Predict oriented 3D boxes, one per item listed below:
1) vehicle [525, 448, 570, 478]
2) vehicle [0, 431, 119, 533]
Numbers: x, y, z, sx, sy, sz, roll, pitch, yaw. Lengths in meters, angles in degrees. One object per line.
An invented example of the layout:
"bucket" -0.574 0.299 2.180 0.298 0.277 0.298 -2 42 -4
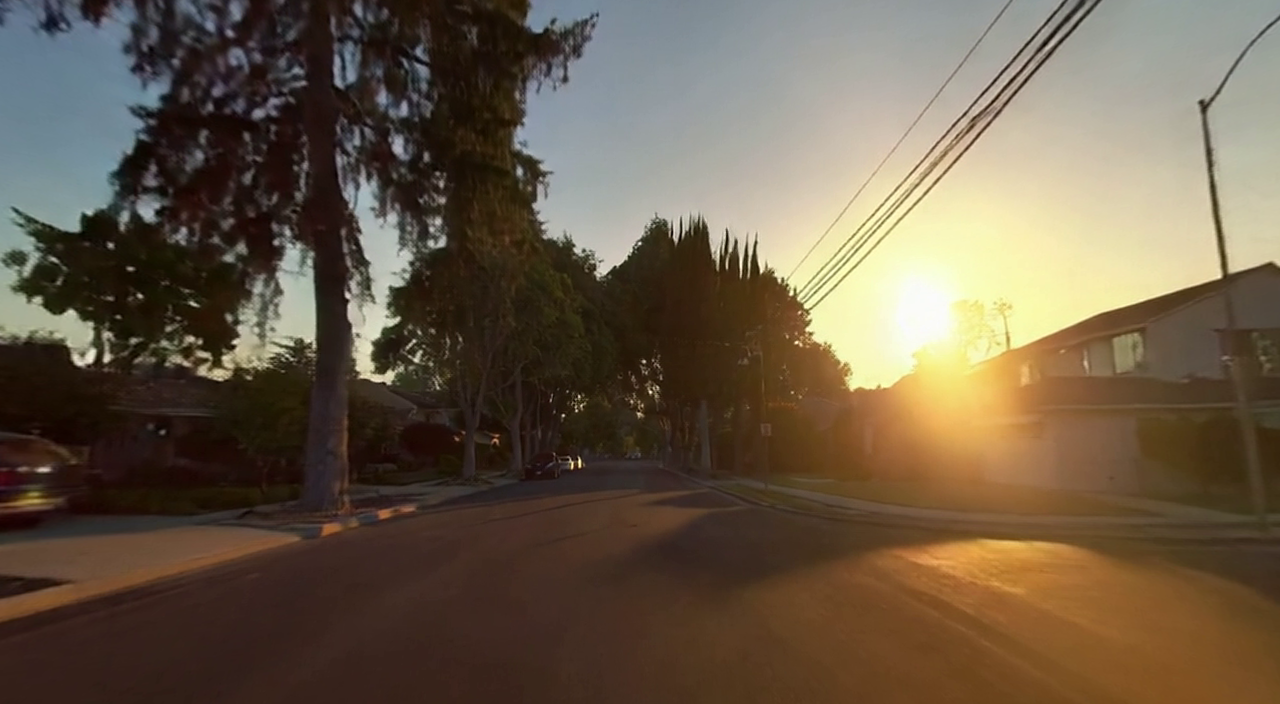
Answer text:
"vehicle" -6.154 7.469 42.729 2.341 1.886 5.684 1 -9 -2
"vehicle" -14.245 2.446 12.258 5.863 1.773 2.451 1 -9 -4
